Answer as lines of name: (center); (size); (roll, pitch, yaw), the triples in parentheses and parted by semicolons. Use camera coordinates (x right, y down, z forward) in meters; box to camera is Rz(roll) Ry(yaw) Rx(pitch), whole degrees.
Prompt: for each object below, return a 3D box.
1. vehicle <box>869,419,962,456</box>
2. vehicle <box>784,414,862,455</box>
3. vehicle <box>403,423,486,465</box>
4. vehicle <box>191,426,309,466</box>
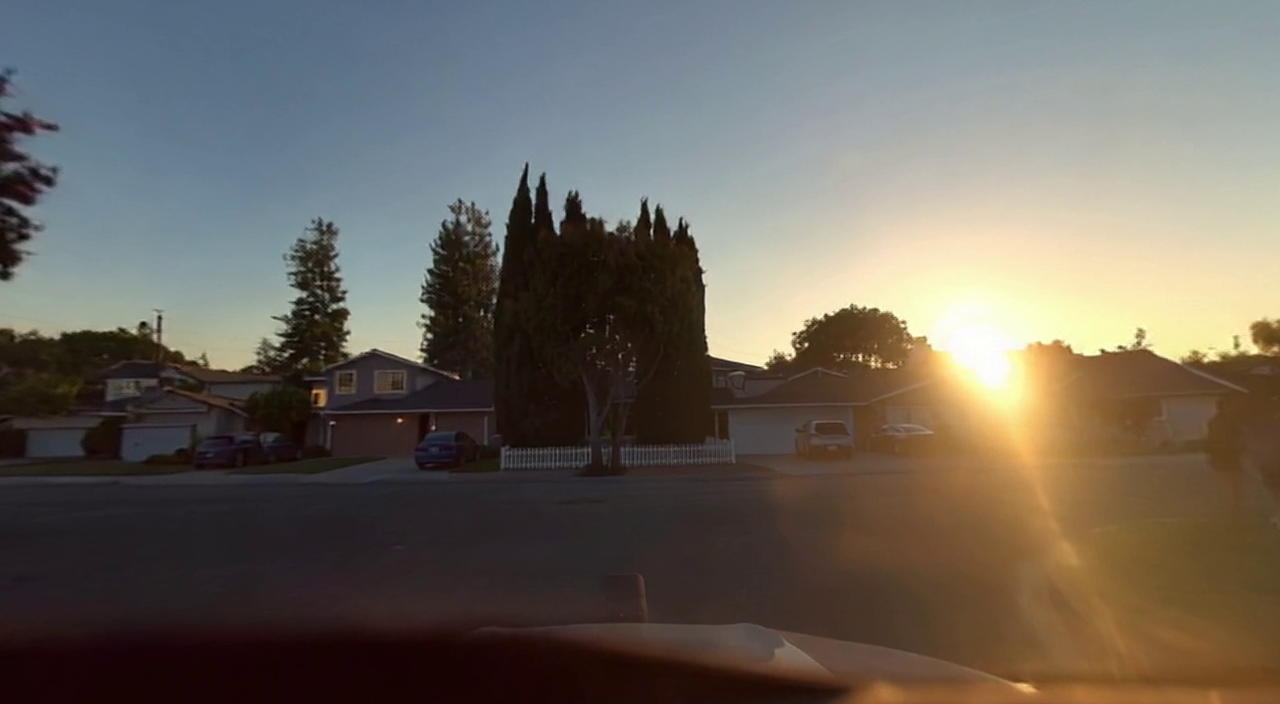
vehicle: (12.359, 3.916, 28.656); (1.873, 1.556, 4.216); (1, -9, -8)
vehicle: (8.357, 3.872, 29.280); (1.937, 1.731, 4.179); (1, -9, -6)
vehicle: (-8.325, 4.017, 27.425); (1.942, 1.651, 4.655); (0, -8, 2)
vehicle: (-17.811, 4.332, 29.145); (1.942, 1.700, 4.478); (-2, -9, 13)
